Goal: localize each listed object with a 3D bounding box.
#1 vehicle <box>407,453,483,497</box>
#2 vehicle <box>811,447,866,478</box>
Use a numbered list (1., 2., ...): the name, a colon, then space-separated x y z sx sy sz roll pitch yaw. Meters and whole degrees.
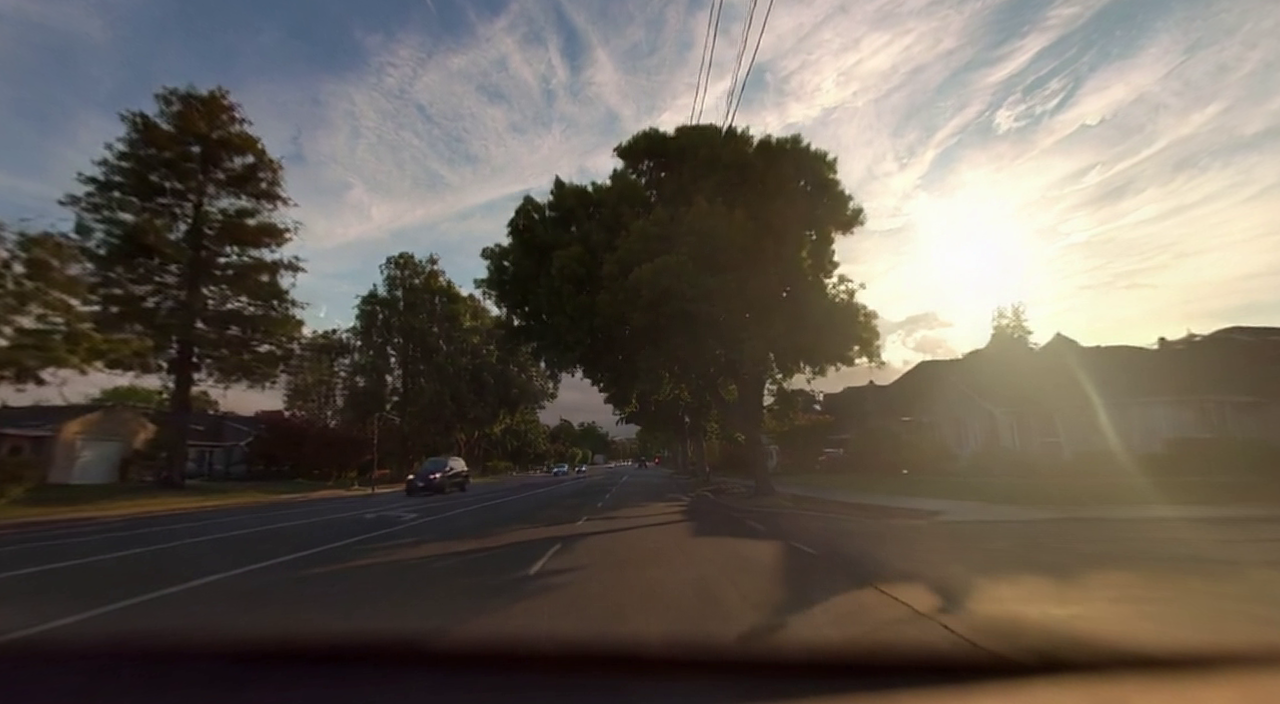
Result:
1. vehicle: -9.114 5.773 29.896 2.057 1.865 4.626 -1 -10 1
2. vehicle: 10.816 6.083 34.517 1.737 1.633 3.268 1 -11 -4
